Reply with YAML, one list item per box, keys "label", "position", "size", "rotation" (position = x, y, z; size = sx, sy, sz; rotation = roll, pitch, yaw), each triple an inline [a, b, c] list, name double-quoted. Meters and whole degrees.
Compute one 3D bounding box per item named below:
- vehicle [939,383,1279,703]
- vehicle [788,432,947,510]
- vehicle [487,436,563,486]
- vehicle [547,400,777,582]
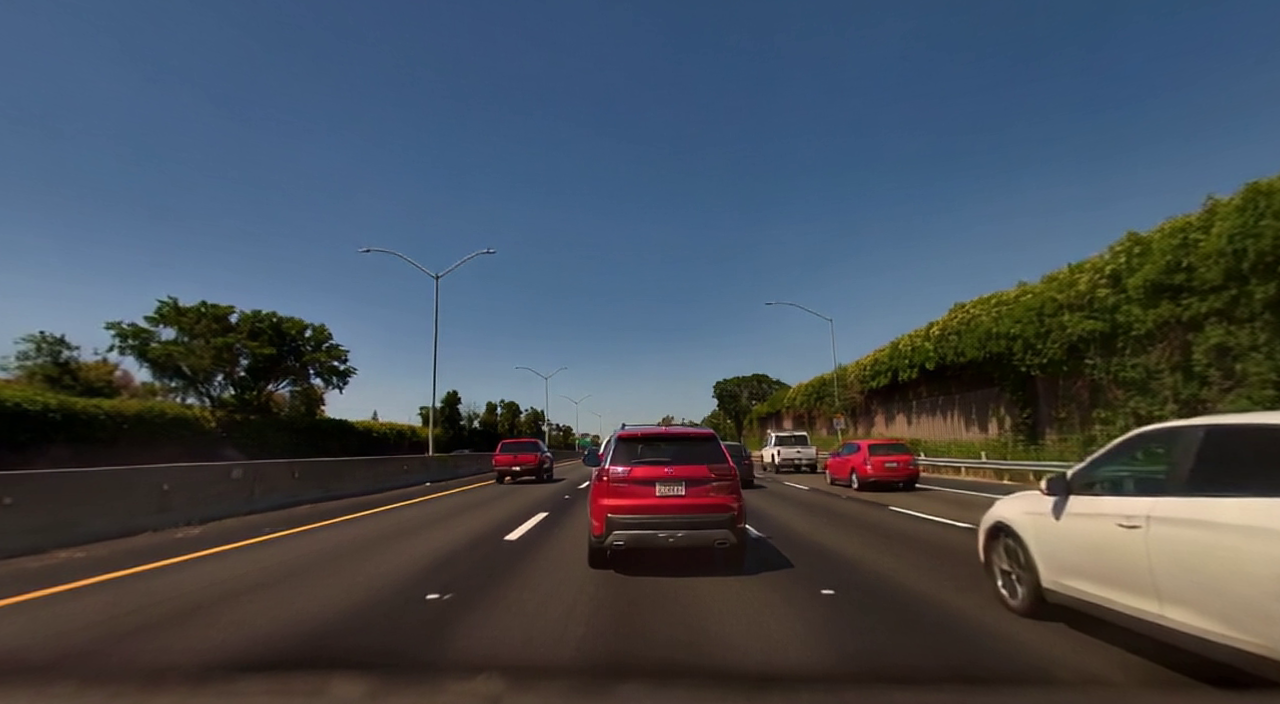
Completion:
- label: "vehicle"
  position: [3.324, 0.928, 2.516]
  size: [2.028, 1.534, 4.691]
  rotation: [0, -9, 1]
- label: "vehicle"
  position: [5.403, 2.884, 15.713]
  size: [1.972, 1.647, 4.429]
  rotation: [1, -9, -5]
- label: "vehicle"
  position: [-4.383, 4.223, 24.715]
  size: [2.047, 1.755, 4.638]
  rotation: [0, -9, 1]
- label: "vehicle"
  position: [0.087, 1.652, 8.169]
  size: [2.230, 1.740, 3.976]
  rotation: [1, -9, -4]
